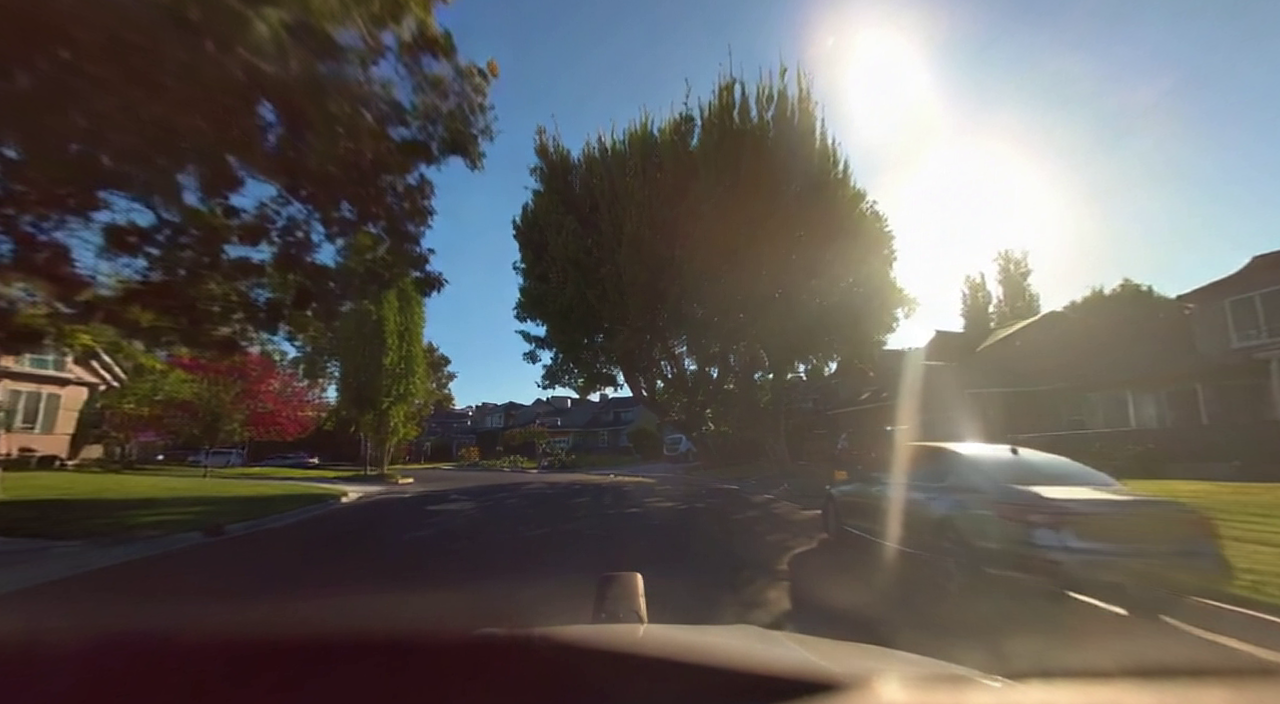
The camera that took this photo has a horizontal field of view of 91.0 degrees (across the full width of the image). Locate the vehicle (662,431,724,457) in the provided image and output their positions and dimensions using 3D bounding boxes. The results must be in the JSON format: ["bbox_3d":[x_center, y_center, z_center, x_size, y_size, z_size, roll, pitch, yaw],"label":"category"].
[{"bbox_3d":[4.011,6.929,47.277,2.208,1.773,5.065,-7,-11,37],"label":"vehicle"}]

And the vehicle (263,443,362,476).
[{"bbox_3d":[-17.537,5.749,33.767,4.330,1.657,2.037,-2,-9,14],"label":"vehicle"}]

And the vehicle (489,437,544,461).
[{"bbox_3d":[-9.438,7.458,48.526,2.064,1.758,5.132,-3,-9,15],"label":"vehicle"}]

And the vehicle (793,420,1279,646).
[{"bbox_3d":[3.317,1.569,6.658,1.998,1.489,4.722,0,-9,-3],"label":"vehicle"}]
